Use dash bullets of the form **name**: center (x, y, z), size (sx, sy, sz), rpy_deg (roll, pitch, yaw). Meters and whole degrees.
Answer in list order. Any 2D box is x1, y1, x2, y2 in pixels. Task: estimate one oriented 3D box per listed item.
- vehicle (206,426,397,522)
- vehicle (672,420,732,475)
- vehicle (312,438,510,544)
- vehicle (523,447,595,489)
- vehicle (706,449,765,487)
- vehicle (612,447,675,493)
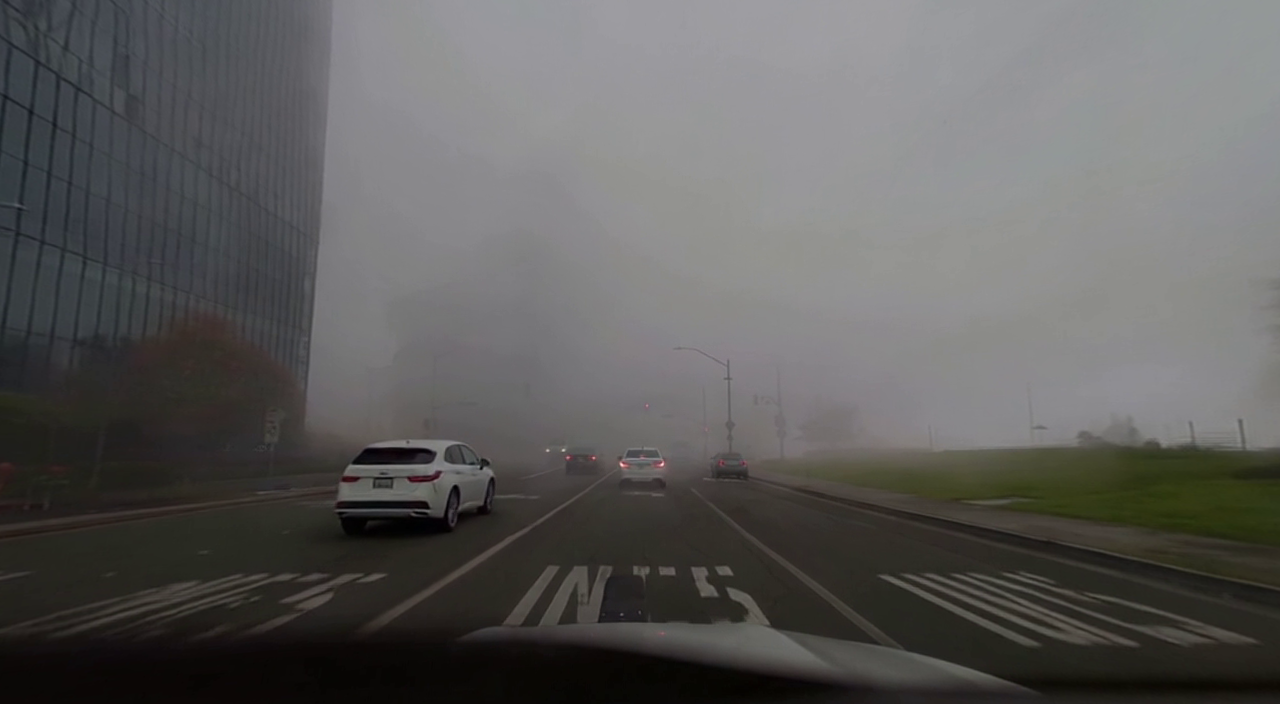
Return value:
- **vehicle**: center (-7.134, 2.589, 13.853), size (1.902, 1.765, 3.973), rpy_deg (0, -9, 1)
- **vehicle**: center (4.124, 6.834, 45.028), size (3.074, 3.316, 12.953), rpy_deg (0, -9, 0)
- **vehicle**: center (-3.780, 2.341, 11.314), size (1.933, 1.520, 4.195), rpy_deg (0, -9, 0)
- **vehicle**: center (-3.090, 4.537, 25.011), size (2.044, 1.508, 4.479), rpy_deg (0, -9, 2)
- **vehicle**: center (4.093, 5.035, 27.679), size (1.940, 1.514, 4.187), rpy_deg (0, -9, 0)
- **vehicle**: center (0.145, 4.361, 23.700), size (2.174, 1.509, 4.374), rpy_deg (0, -9, 1)
